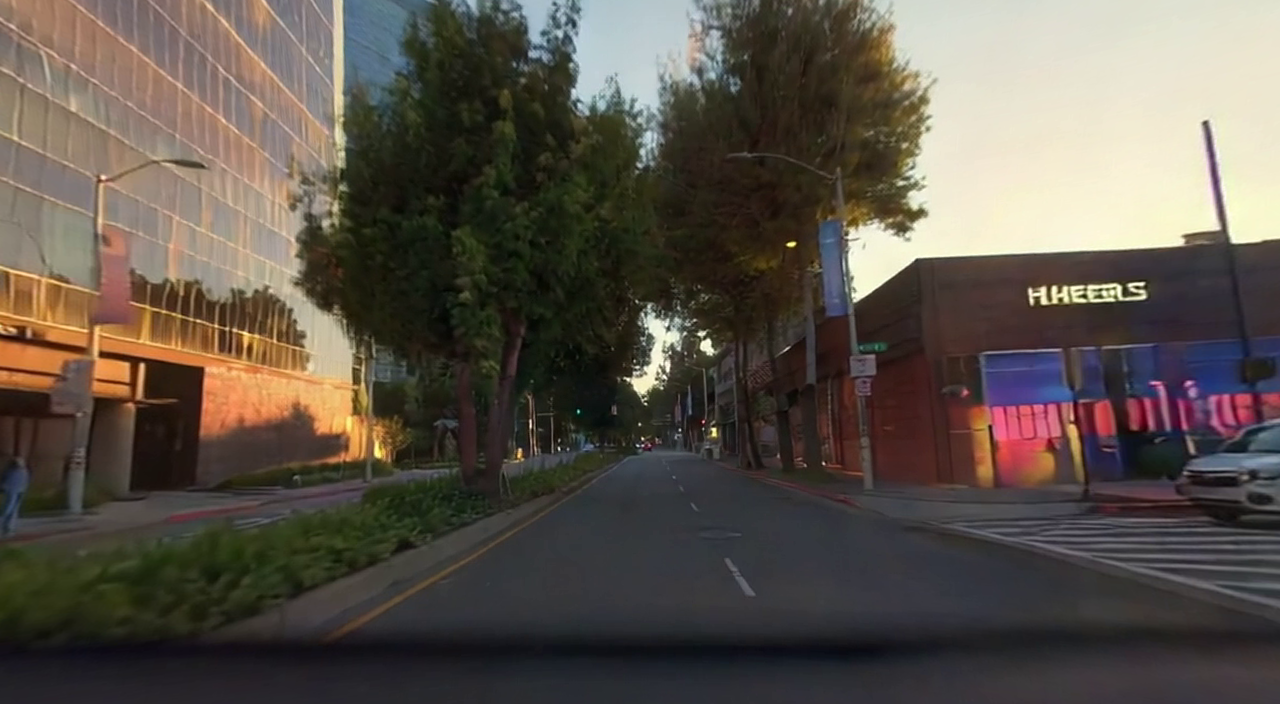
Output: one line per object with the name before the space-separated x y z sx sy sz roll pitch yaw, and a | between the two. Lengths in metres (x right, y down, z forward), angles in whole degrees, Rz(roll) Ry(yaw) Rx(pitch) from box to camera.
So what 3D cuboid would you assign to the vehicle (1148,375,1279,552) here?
vehicle | 9.145 1.229 7.102 4.694 1.826 2.226 -2 -9 11
